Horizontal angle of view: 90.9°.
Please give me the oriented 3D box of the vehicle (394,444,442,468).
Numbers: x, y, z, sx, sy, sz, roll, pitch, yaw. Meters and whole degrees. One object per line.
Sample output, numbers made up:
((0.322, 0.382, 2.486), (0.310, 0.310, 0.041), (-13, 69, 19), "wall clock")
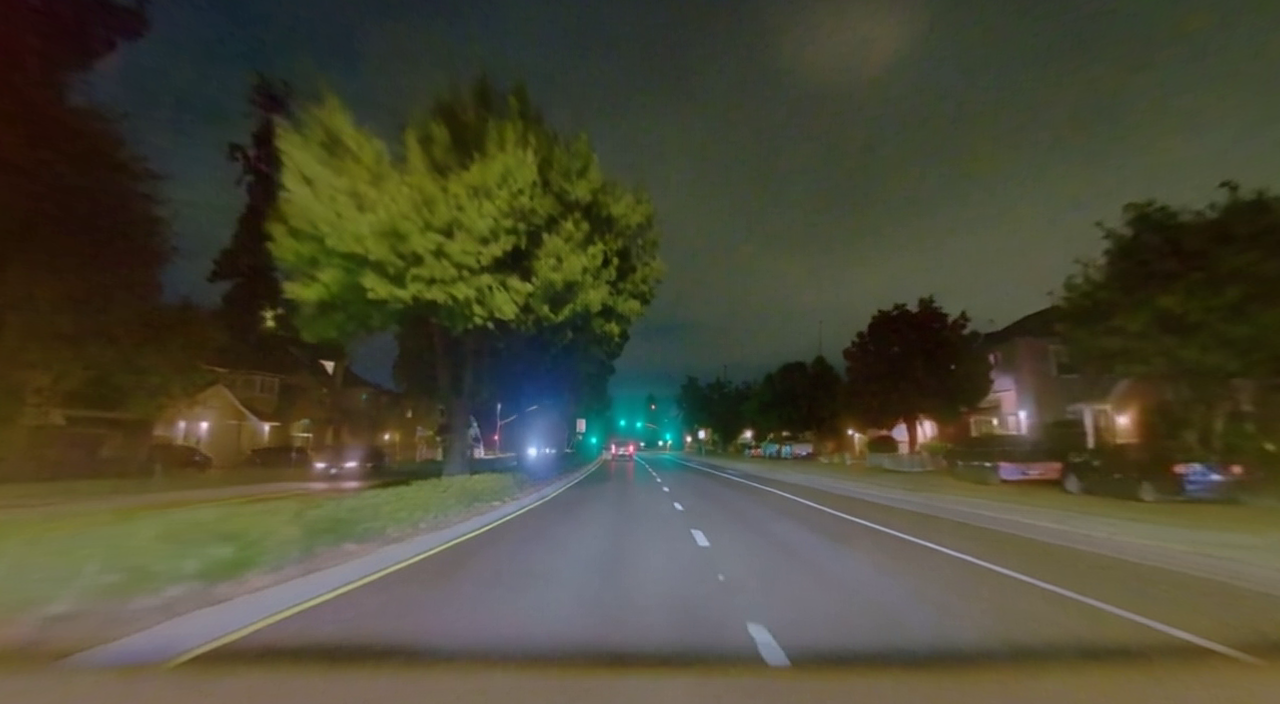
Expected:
((-15.632, 7.332, 44.568), (1.884, 1.540, 3.927), (0, -9, 0), "vehicle")

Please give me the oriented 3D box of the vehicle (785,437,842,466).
((11.210, 6.457, 41.056), (2.147, 1.767, 5.125), (0, -9, -1), "vehicle")

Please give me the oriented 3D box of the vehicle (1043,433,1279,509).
((11.620, 2.622, 14.377), (1.838, 1.443, 4.563), (0, -9, 0), "vehicle")

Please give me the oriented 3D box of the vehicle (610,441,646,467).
((-0.761, 6.252, 38.805), (2.113, 1.462, 4.203), (0, -9, -2), "vehicle")

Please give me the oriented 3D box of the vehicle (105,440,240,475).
((-21.012, 4.745, 28.443), (4.547, 1.484, 1.914), (0, -9, 0), "vehicle")

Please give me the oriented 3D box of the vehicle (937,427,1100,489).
((11.562, 3.275, 19.767), (2.156, 1.689, 4.774), (0, -9, 1), "vehicle")

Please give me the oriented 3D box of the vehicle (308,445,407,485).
((-11.119, 4.437, 25.181), (1.910, 1.431, 4.426), (0, -9, 0), "vehicle")

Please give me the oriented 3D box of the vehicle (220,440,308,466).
((-23.512, 6.336, 39.497), (4.184, 1.528, 1.990), (0, -9, -3), "vehicle")
